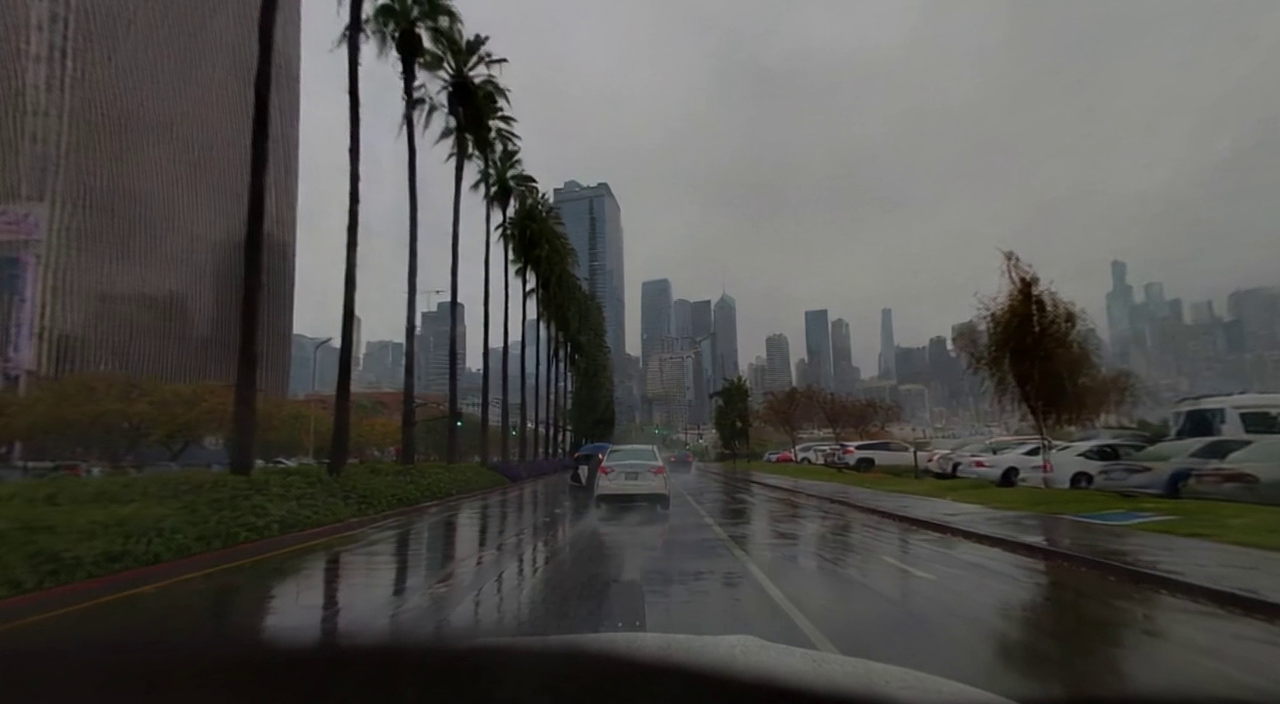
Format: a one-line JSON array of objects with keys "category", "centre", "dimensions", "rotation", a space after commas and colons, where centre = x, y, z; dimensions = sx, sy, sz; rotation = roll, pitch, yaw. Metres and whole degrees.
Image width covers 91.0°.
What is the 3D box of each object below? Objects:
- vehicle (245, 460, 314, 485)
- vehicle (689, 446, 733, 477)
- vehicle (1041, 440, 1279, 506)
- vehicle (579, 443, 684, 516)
[{"category": "vehicle", "centre": [-23.327, 7.796, 40.918], "dimensions": [1.860, 1.420, 4.472], "rotation": [0, -8, 0]}, {"category": "vehicle", "centre": [4.332, 6.791, 39.284], "dimensions": [2.136, 1.774, 4.778], "rotation": [0, -8, 0]}, {"category": "vehicle", "centre": [12.866, 2.929, 15.560], "dimensions": [4.363, 1.488, 2.248], "rotation": [1, -8, -4]}, {"category": "vehicle", "centre": [-0.168, 3.013, 15.417], "dimensions": [2.235, 1.528, 3.876], "rotation": [0, -8, 1]}]
